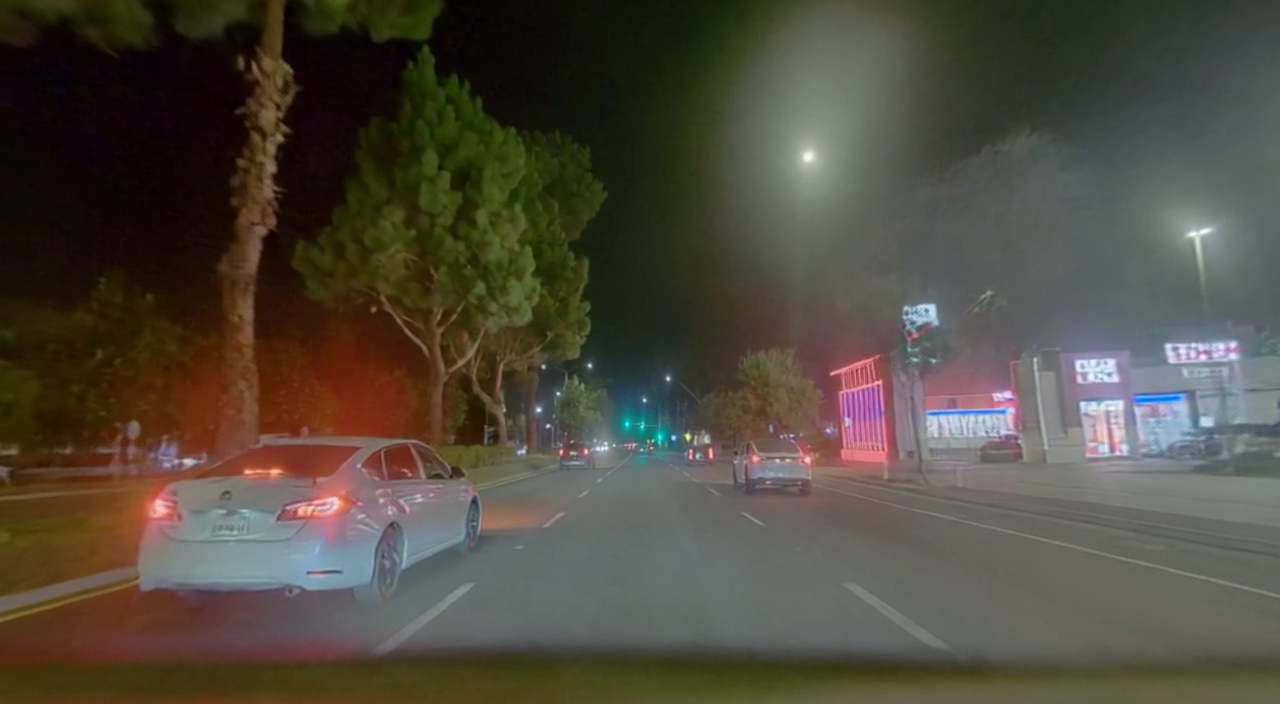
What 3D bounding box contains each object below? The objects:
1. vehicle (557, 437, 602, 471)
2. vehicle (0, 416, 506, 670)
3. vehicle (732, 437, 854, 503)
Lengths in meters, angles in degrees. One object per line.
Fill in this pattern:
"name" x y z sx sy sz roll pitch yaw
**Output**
"vehicle" -3.218 5.559 34.508 1.981 1.731 4.360 0 -8 1
"vehicle" -2.949 1.480 6.202 2.082 1.460 4.922 0 -8 1
"vehicle" 3.870 3.063 16.885 2.036 1.480 4.659 0 -8 -1
